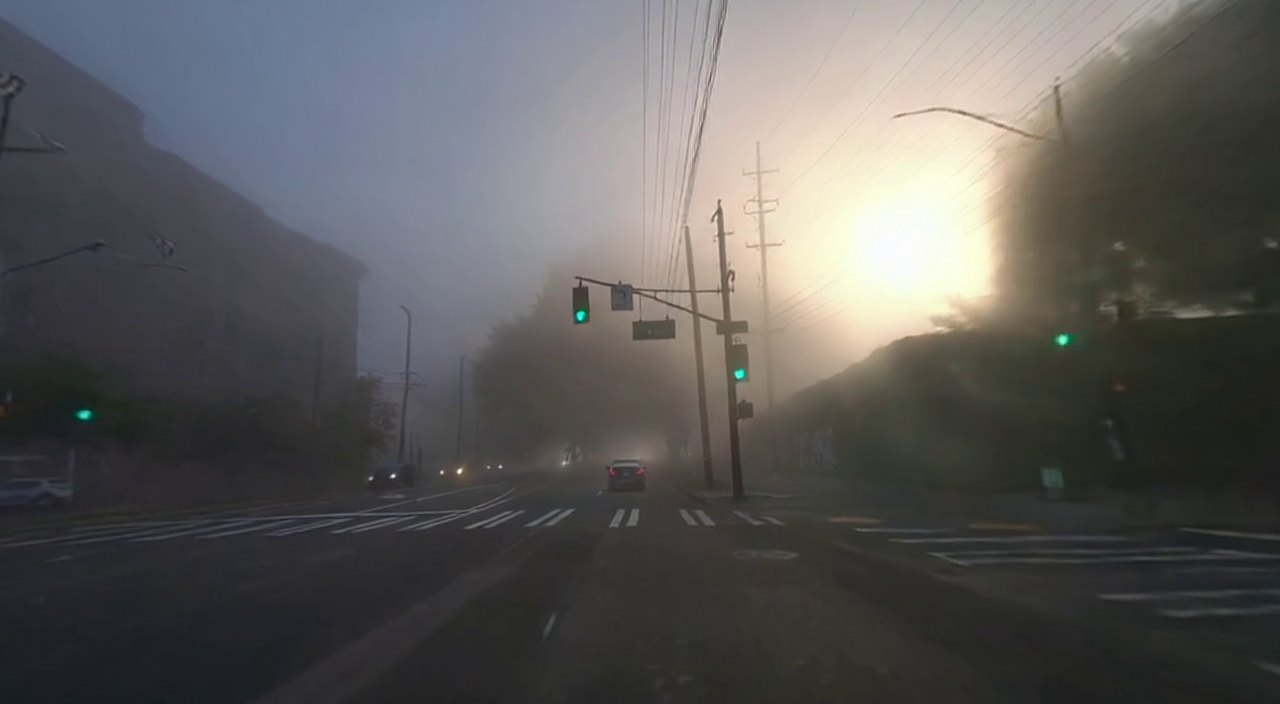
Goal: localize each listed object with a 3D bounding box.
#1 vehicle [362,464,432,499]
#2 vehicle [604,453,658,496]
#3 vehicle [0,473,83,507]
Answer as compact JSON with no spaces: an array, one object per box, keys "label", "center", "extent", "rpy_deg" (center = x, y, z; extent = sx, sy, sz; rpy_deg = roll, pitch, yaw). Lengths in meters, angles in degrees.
[{"label":"vehicle","center":[-13.073,6.965,34.315],"extent":[1.992,1.585,4.375],"rpy_deg":[0,-8,0]},{"label":"vehicle","center":[-0.365,5.091,26.660],"extent":[2.105,1.611,3.750],"rpy_deg":[0,-8,-1]},{"label":"vehicle","center":[-30.018,6.799,31.123],"extent":[1.627,1.383,3.731],"rpy_deg":[-4,-9,4]}]
